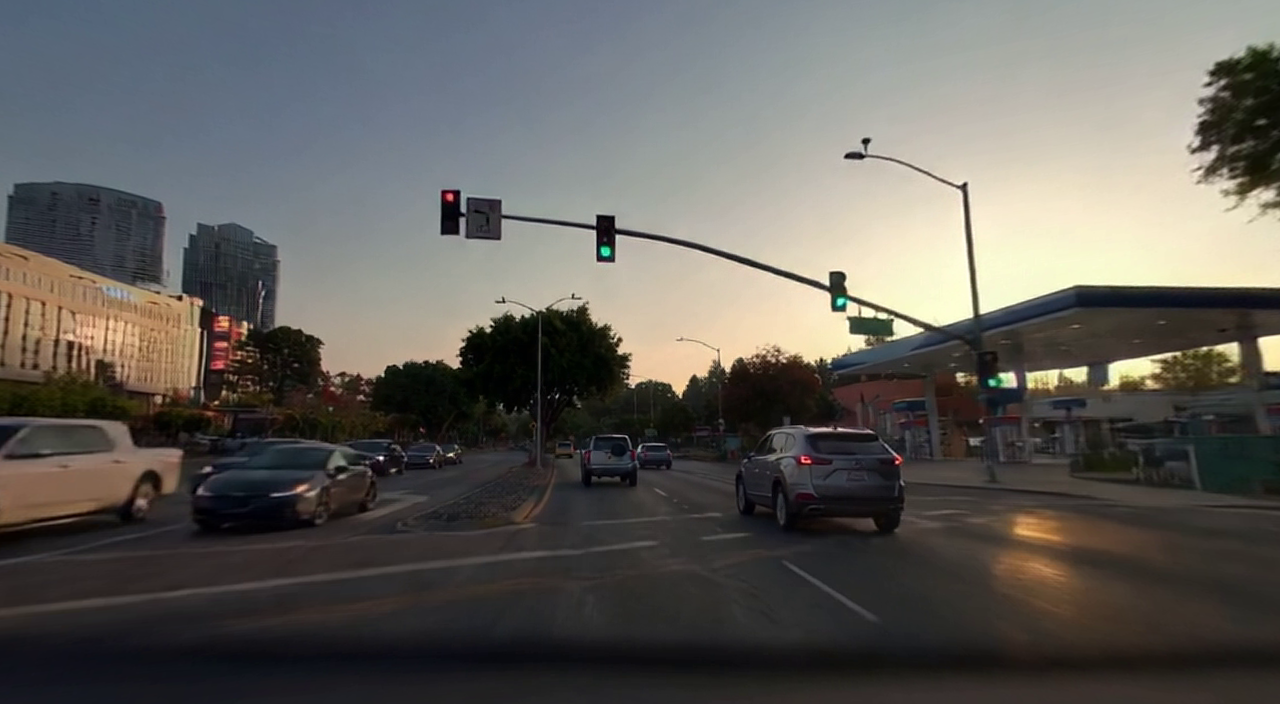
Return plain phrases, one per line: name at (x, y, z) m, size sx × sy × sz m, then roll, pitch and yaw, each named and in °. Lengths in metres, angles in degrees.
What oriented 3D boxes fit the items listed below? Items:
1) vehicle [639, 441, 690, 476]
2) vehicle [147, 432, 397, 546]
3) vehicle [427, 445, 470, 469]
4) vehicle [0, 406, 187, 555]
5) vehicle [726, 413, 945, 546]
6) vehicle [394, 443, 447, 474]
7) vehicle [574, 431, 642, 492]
vehicle at (1.114, 5.104, 30.479) m, size 1.800 × 1.592 × 3.658 m, roll 1°, pitch -8°, yaw -8°
vehicle at (-5.775, 2.151, 10.676) m, size 1.987 × 1.505 × 4.337 m, roll 1°, pitch -8°, yaw -6°
vehicle at (-12.351, 6.742, 40.849) m, size 1.872 × 1.439 × 4.507 m, roll 1°, pitch -8°, yaw -7°
vehicle at (-8.743, 1.717, 8.736) m, size 1.992 × 1.755 × 4.283 m, roll 1°, pitch -8°, yaw -6°
vehicle at (2.910, 2.003, 10.546) m, size 2.000 × 1.745 × 4.206 m, roll 1°, pitch -8°, yaw -5°
vehicle at (-11.002, 5.354, 31.796) m, size 1.665 × 1.442 × 3.720 m, roll 1°, pitch -8°, yaw -6°
vehicle at (-1.159, 3.578, 20.993) m, size 2.051 × 1.798 × 4.168 m, roll 1°, pitch -8°, yaw -6°
